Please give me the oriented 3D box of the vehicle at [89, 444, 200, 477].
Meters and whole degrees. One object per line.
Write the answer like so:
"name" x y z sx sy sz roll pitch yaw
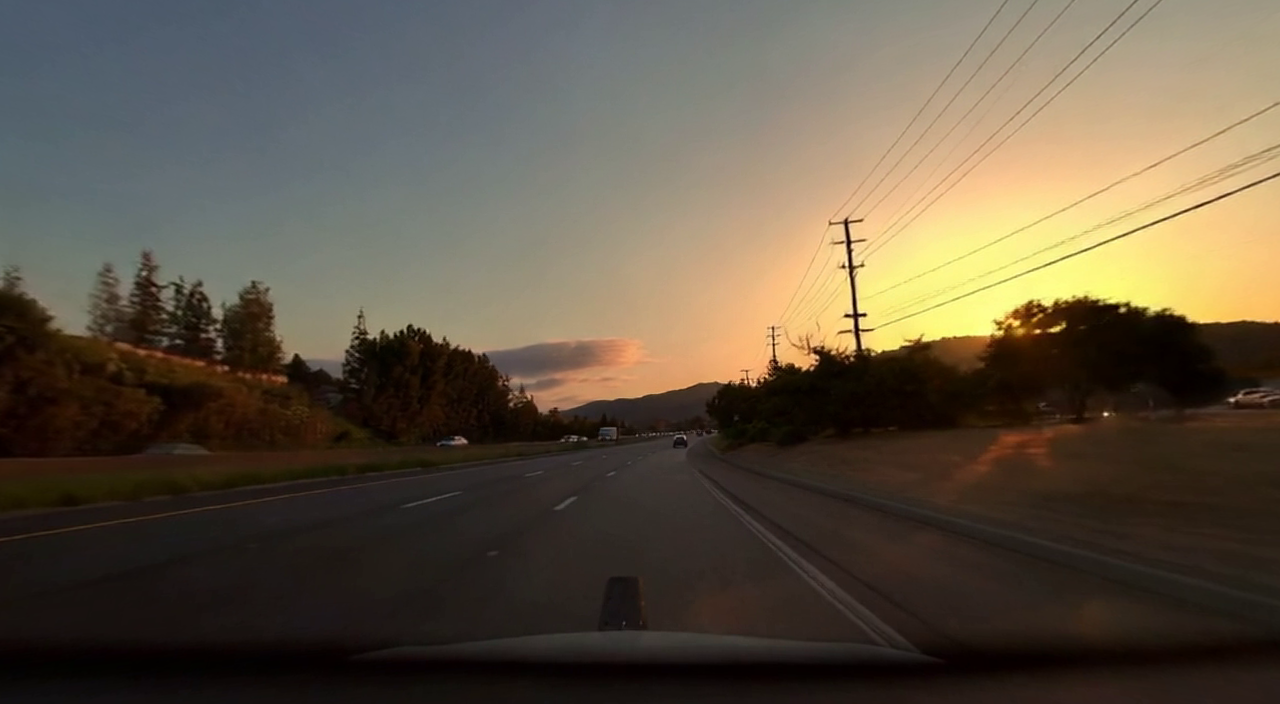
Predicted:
"vehicle" -24.858 5.425 31.877 1.819 1.501 4.466 -1 -8 3
